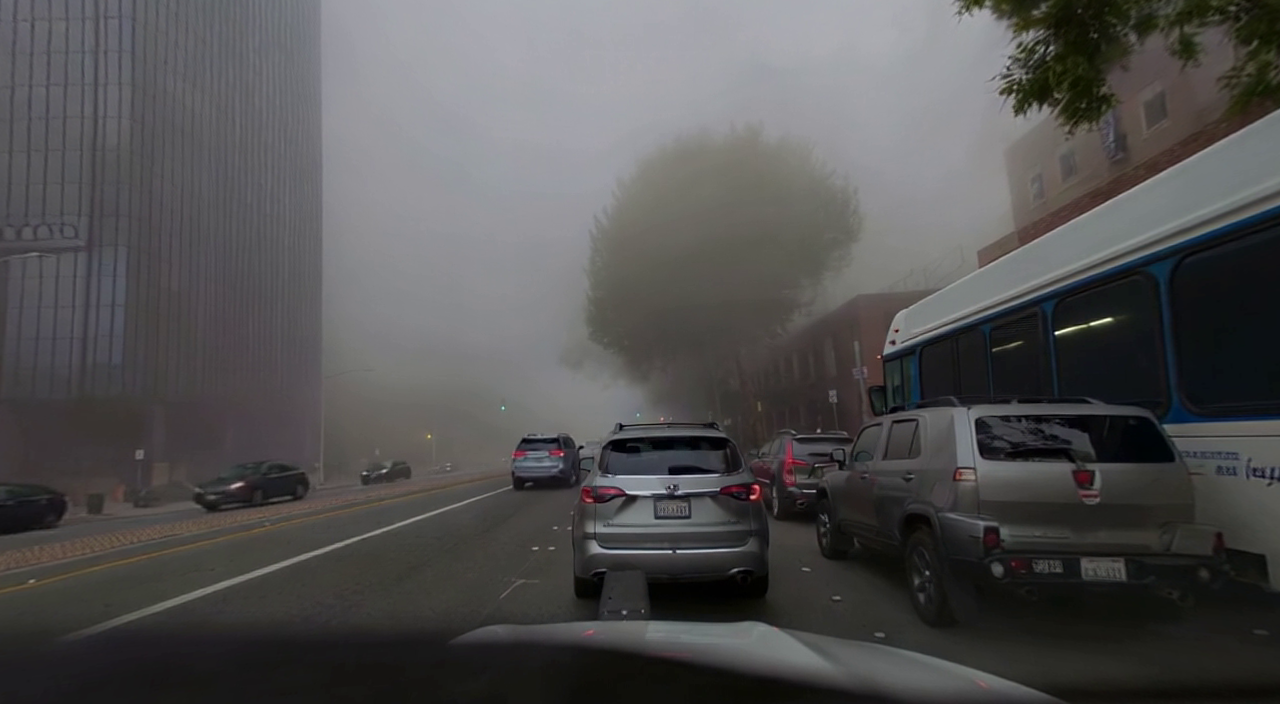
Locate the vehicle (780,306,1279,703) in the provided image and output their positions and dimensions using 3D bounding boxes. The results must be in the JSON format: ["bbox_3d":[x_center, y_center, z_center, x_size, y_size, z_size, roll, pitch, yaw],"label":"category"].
[{"bbox_3d":[2.748,1.088,4.914,2.117,1.855,4.794,0,-9,-1],"label":"vehicle"}]

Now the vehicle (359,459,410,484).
[{"bbox_3d":[-19.308,9.007,47.879,2.068,1.729,4.135,0,-9,0],"label":"vehicle"}]

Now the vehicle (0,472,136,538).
[{"bbox_3d":[-19.507,4.833,20.409,2.274,1.708,4.863,0,-9,1],"label":"vehicle"}]

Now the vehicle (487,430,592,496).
[{"bbox_3d":[-3.042,3.533,20.510,2.375,1.847,5.606,0,-9,1],"label":"vehicle"}]

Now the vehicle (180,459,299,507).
[{"bbox_3d":[-16.192,5.290,25.832,2.105,1.676,4.099,0,-9,1],"label":"vehicle"}]

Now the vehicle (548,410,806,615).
[{"bbox_3d":[0.238,1.546,6.873,2.045,1.608,3.573,0,-9,-2],"label":"vehicle"}]
